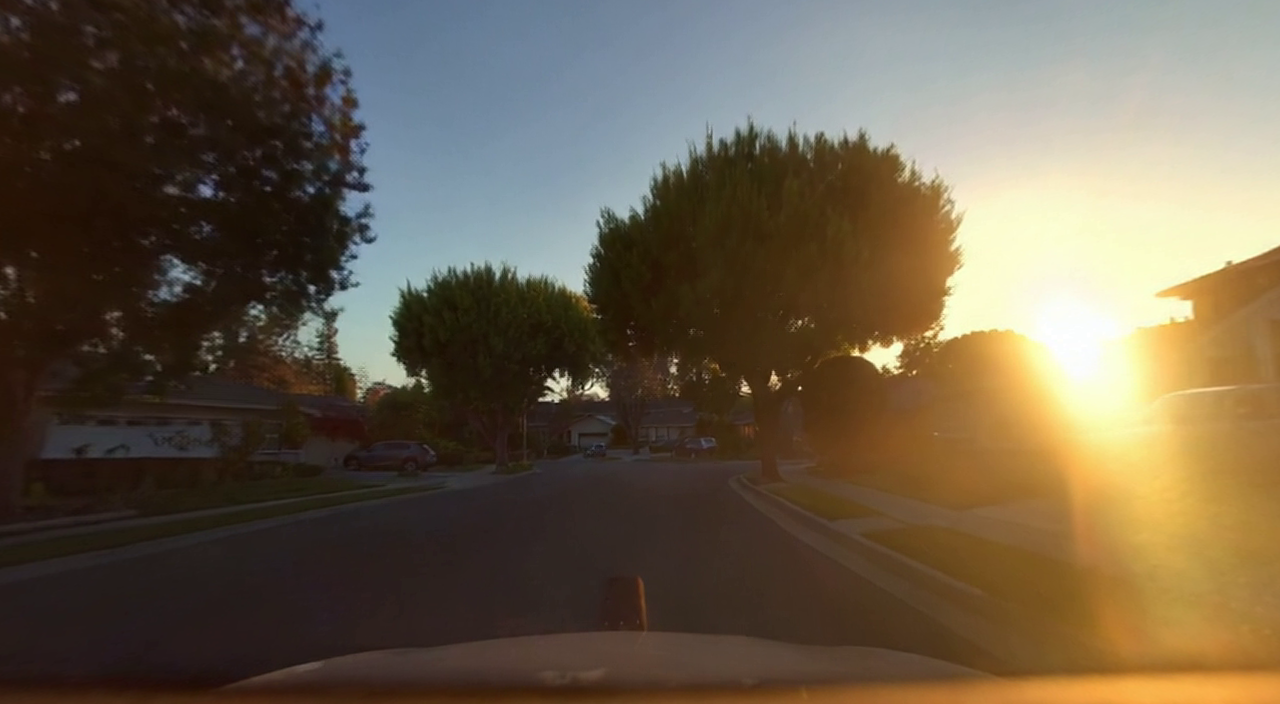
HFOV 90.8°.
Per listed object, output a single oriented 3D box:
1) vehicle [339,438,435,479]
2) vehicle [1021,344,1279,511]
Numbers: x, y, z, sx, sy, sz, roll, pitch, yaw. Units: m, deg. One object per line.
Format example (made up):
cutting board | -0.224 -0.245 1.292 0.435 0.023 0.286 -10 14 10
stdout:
vehicle | -13.587 5.723 33.917 5.045 1.835 2.315 -9 -11 33
vehicle | 9.848 1.187 9.835 6.053 2.240 2.582 0 -9 1
